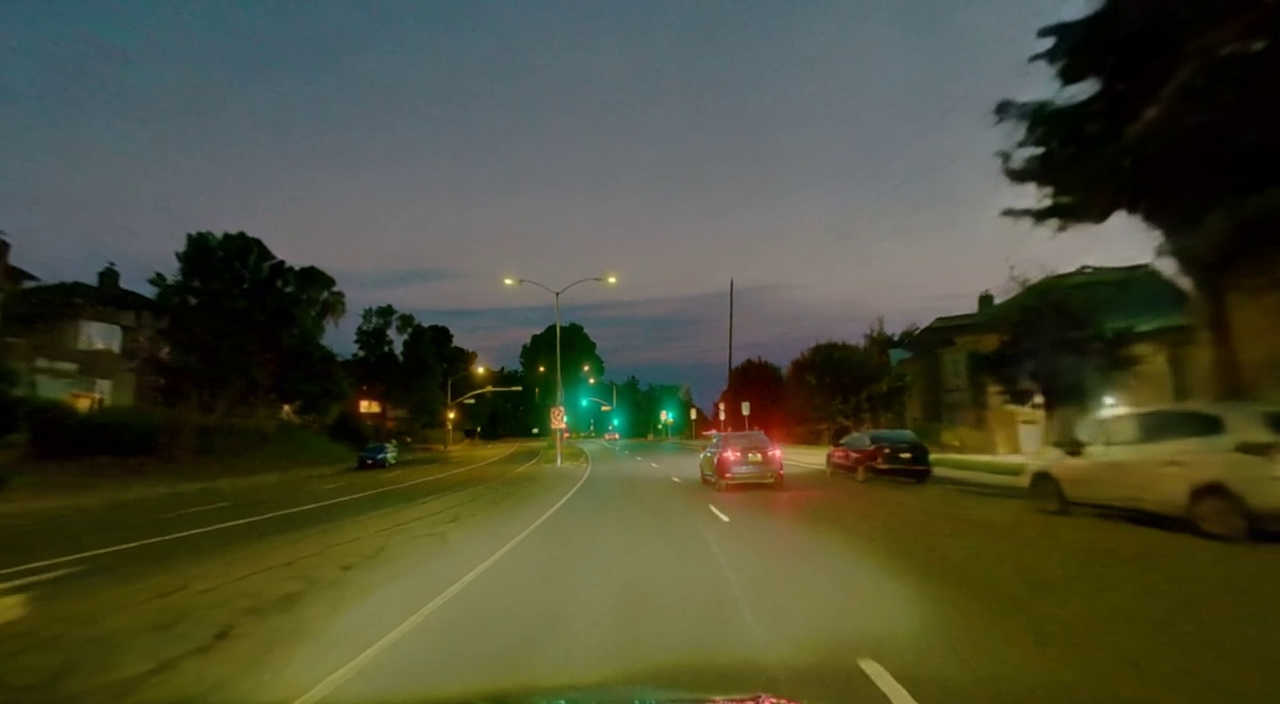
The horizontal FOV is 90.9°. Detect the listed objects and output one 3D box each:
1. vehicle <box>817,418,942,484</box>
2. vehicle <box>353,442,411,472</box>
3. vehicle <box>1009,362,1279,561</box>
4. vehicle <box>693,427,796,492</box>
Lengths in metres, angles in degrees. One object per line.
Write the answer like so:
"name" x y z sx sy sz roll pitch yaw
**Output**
"vehicle" 6.648 2.809 18.058 2.008 1.614 4.369 -1 -8 3
"vehicle" -15.099 6.151 37.161 1.949 1.642 4.376 0 -8 -6
"vehicle" 7.039 1.275 7.663 2.065 1.861 4.704 0 -8 -2
"vehicle" 2.640 2.844 17.005 1.960 1.479 4.086 0 -8 -2
